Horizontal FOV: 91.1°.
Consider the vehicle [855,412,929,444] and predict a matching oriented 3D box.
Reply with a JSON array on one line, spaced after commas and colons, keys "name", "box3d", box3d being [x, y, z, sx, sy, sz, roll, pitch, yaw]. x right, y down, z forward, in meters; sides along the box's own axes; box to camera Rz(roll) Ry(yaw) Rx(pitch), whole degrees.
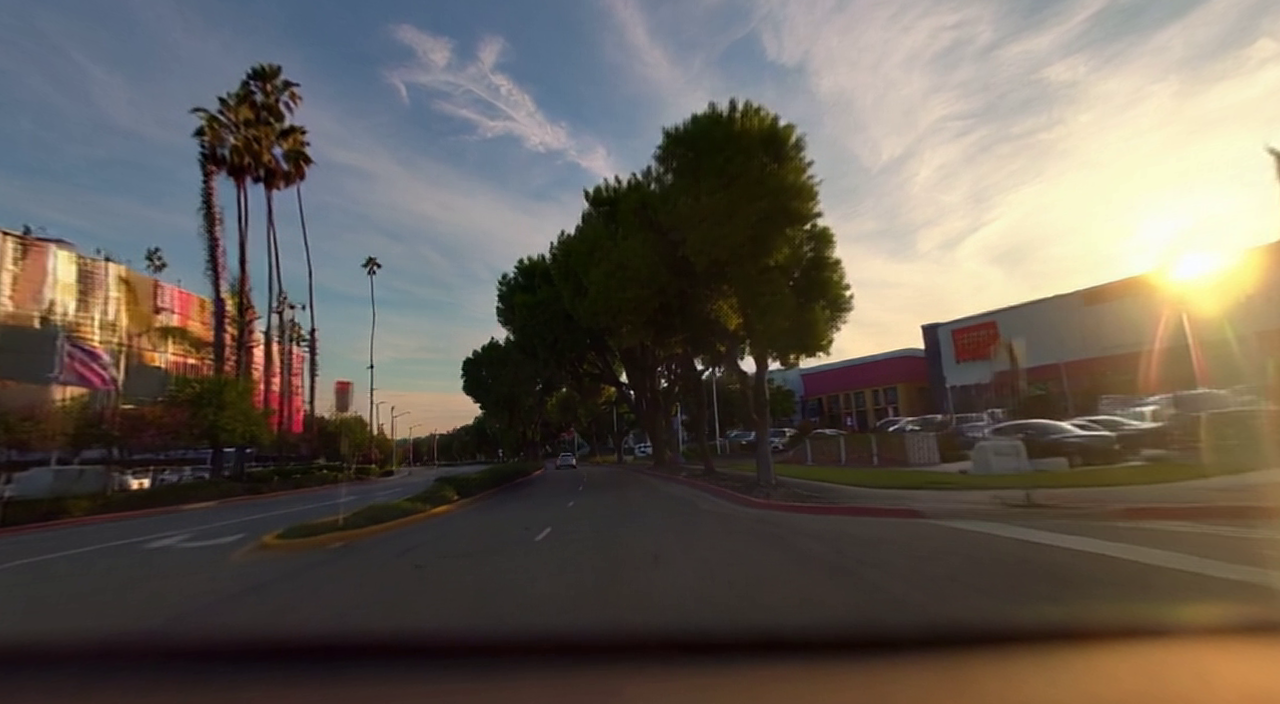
[{"name": "vehicle", "box3d": [17.908, 5.408, 44.636, 4.537, 1.686, 2.002, -3, -11, -21]}]

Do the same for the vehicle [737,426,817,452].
[{"name": "vehicle", "box3d": [8.919, 5.713, 41.208, 4.671, 1.630, 2.200, 0, -9, -3]}]

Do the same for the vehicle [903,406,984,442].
[{"name": "vehicle", "box3d": [18.201, 4.412, 37.912, 1.992, 1.767, 4.848, -7, -9, -5]}]

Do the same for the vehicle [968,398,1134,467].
[{"name": "vehicle", "box3d": [11.617, 2.405, 18.304, 2.196, 1.715, 4.918, -1, -9, 10]}]

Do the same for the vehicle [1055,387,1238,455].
[{"name": "vehicle", "box3d": [14.202, 2.081, 18.049, 2.065, 1.687, 4.584, -2, -9, 11]}]
